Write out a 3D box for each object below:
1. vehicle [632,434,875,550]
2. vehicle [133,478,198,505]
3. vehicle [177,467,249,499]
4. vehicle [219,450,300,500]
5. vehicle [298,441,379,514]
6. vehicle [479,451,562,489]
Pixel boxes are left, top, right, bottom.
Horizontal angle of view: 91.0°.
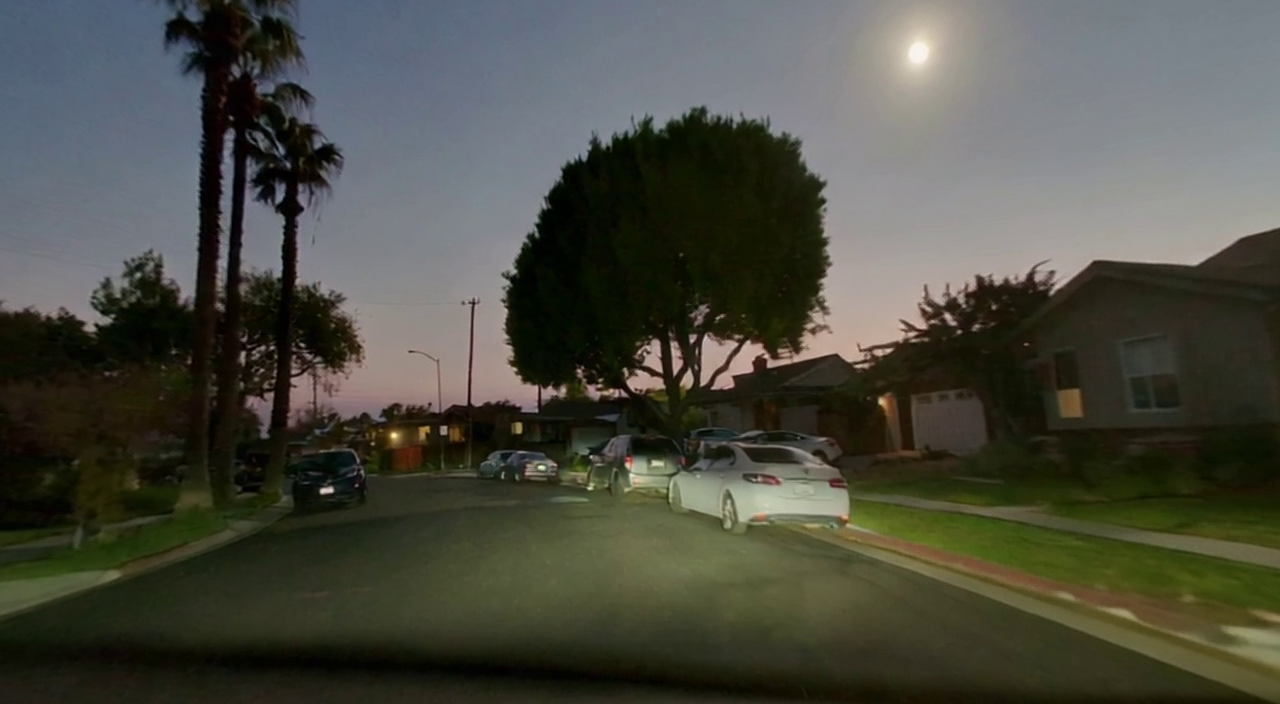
[{"bbox_3d":[1.571,2.236,10.994,2.108,1.503,4.977,2,-9,-17],"label":"vehicle"},{"bbox_3d":[-32.748,9.570,43.389,4.390,1.559,1.812,-5,-9,28],"label":"vehicle"},{"bbox_3d":[-27.388,8.380,40.314,4.944,1.819,2.001,-8,-11,33],"label":"vehicle"},{"bbox_3d":[-22.086,7.155,36.417,5.628,2.109,2.395,-16,-12,40],"label":"vehicle"},{"bbox_3d":[-9.447,3.826,19.738,2.026,1.816,4.532,-1,-8,-26],"label":"vehicle"},{"bbox_3d":[-5.407,5.170,28.038,2.006,1.484,4.768,5,-10,-32],"label":"vehicle"}]
